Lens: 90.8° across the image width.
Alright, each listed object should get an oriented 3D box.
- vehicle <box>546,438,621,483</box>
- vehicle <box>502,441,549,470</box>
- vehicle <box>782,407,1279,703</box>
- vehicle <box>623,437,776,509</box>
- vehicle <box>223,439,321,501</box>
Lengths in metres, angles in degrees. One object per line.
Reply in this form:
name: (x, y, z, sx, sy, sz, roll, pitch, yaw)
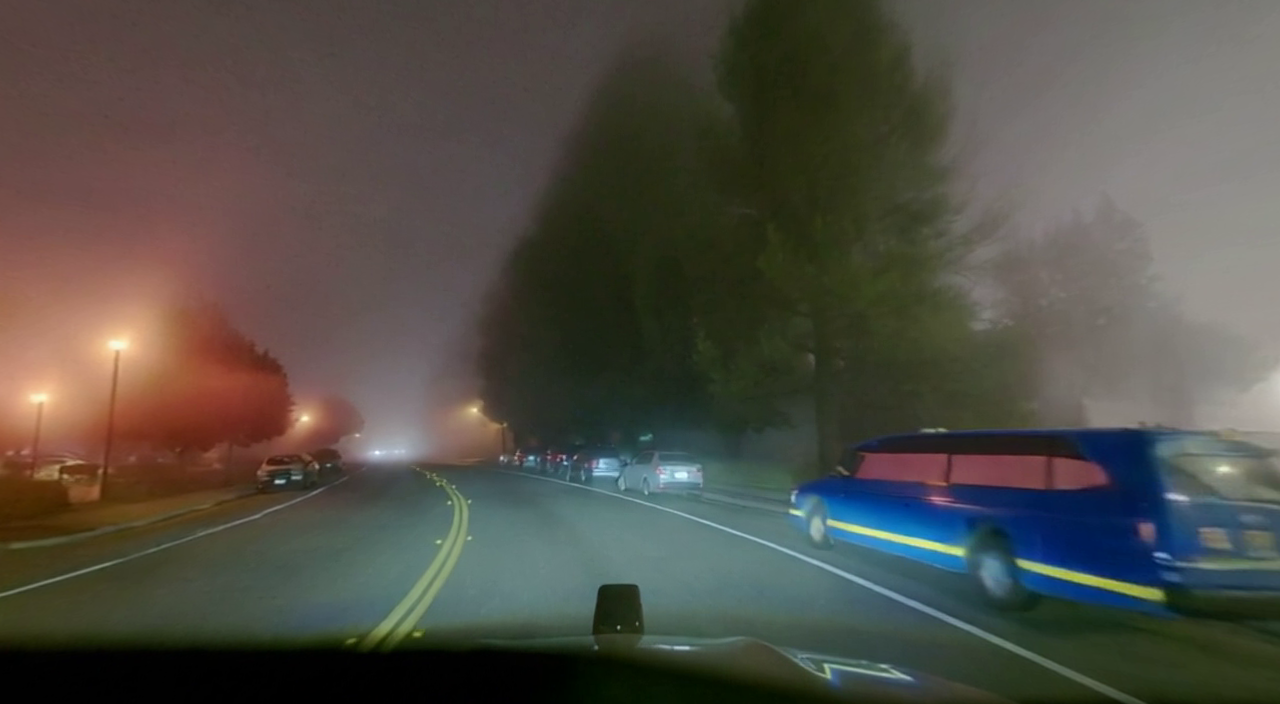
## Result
vehicle: (-2.496, 4.535, 26.734, 2.055, 1.731, 4.686, 3, -9, -20)
vehicle: (-7.642, 6.807, 41.803, 2.137, 1.814, 5.303, 3, -9, -20)
vehicle: (3.534, 1.518, 6.304, 2.042, 1.817, 5.202, 1, -6, -13)
vehicle: (1.290, 2.975, 16.040, 2.053, 1.519, 4.611, 3, -9, -20)
vehicle: (-13.336, 4.230, 23.260, 2.154, 1.870, 5.118, 0, -8, -20)
